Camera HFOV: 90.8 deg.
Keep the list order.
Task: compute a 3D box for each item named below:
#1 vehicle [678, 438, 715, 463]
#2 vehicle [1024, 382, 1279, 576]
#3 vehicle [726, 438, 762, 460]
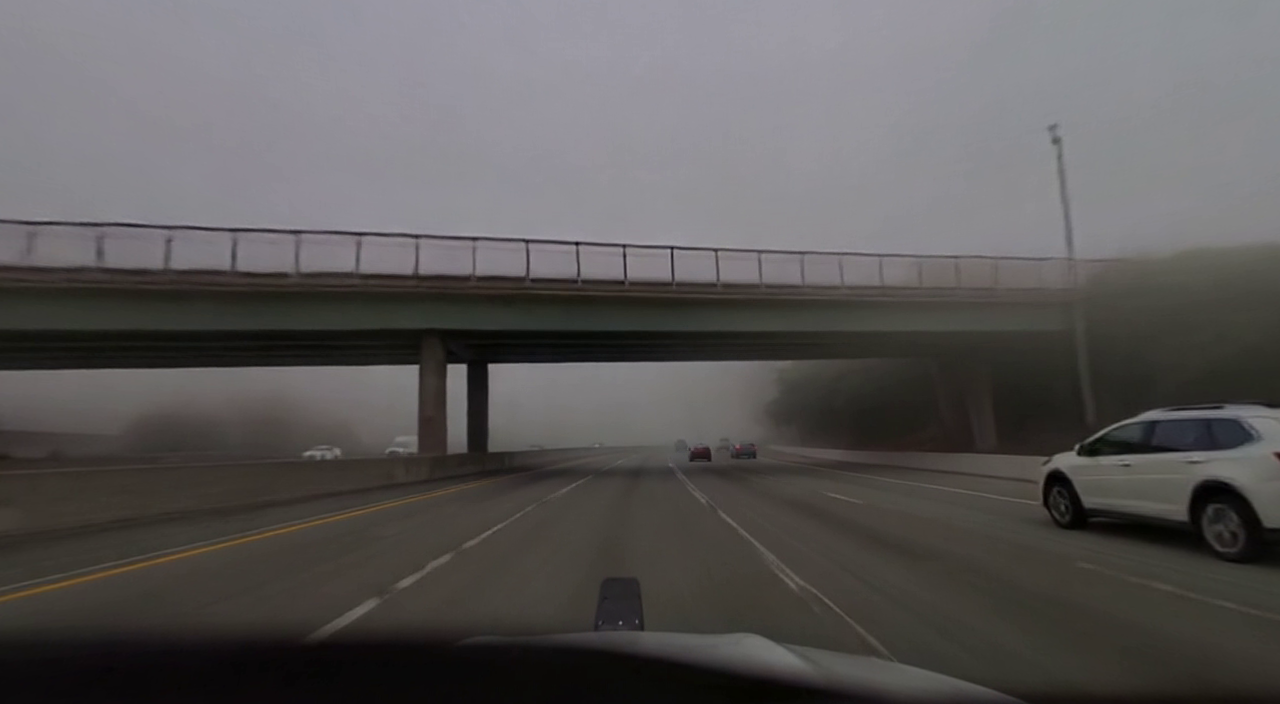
[{"bbox_3d":[3.465,6.152,39.532,1.981,1.471,4.342,-1,-8,1],"label":"vehicle"},{"bbox_3d":[7.051,1.381,7.240,2.087,1.806,4.946,0,-8,-1],"label":"vehicle"},{"bbox_3d":[7.851,7.363,47.978,1.989,1.529,4.375,0,-8,0],"label":"vehicle"}]
